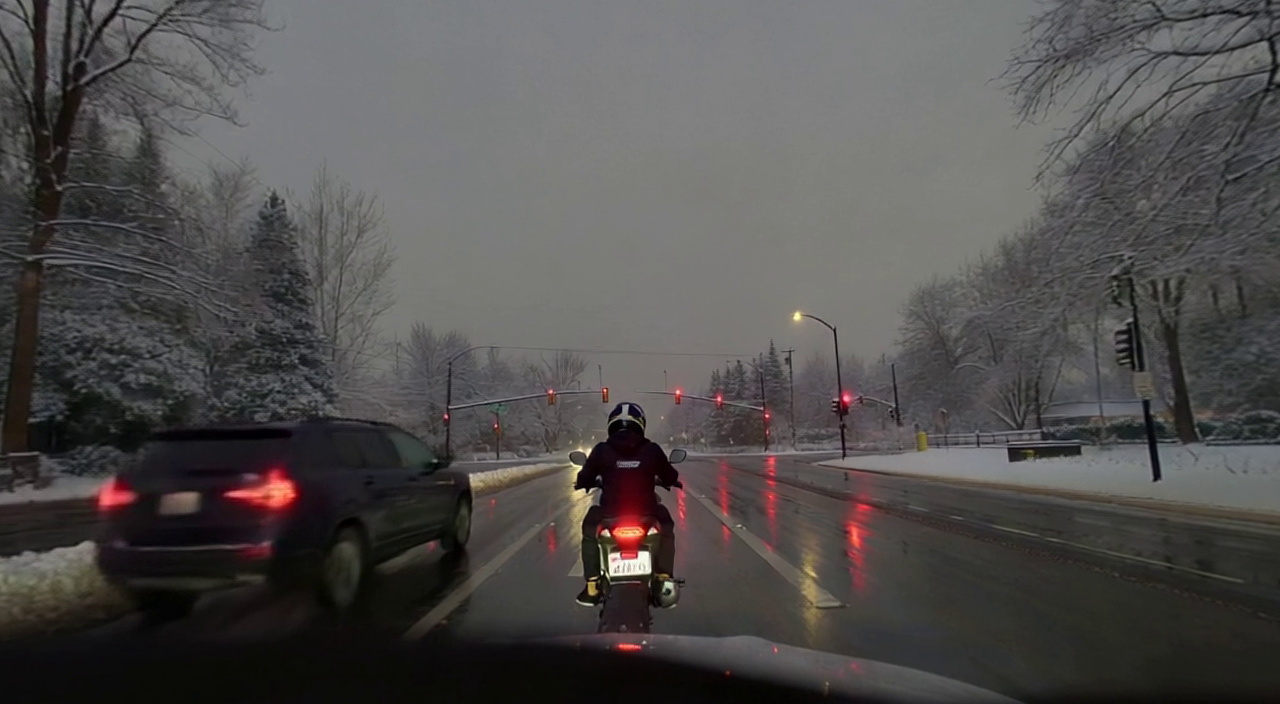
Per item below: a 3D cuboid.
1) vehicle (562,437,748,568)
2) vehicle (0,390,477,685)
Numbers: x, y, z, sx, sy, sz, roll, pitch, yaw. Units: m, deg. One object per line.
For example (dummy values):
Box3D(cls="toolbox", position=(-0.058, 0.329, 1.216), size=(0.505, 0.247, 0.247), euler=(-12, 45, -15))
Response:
Box3D(cls="vehicle", position=(0.126, 2.026, 9.409), size=(2.093, 1.450, 4.437), euler=(0, -8, -1))
Box3D(cls="vehicle", position=(-3.291, 1.409, 6.147), size=(2.056, 1.647, 5.045), euler=(0, -8, 0))
